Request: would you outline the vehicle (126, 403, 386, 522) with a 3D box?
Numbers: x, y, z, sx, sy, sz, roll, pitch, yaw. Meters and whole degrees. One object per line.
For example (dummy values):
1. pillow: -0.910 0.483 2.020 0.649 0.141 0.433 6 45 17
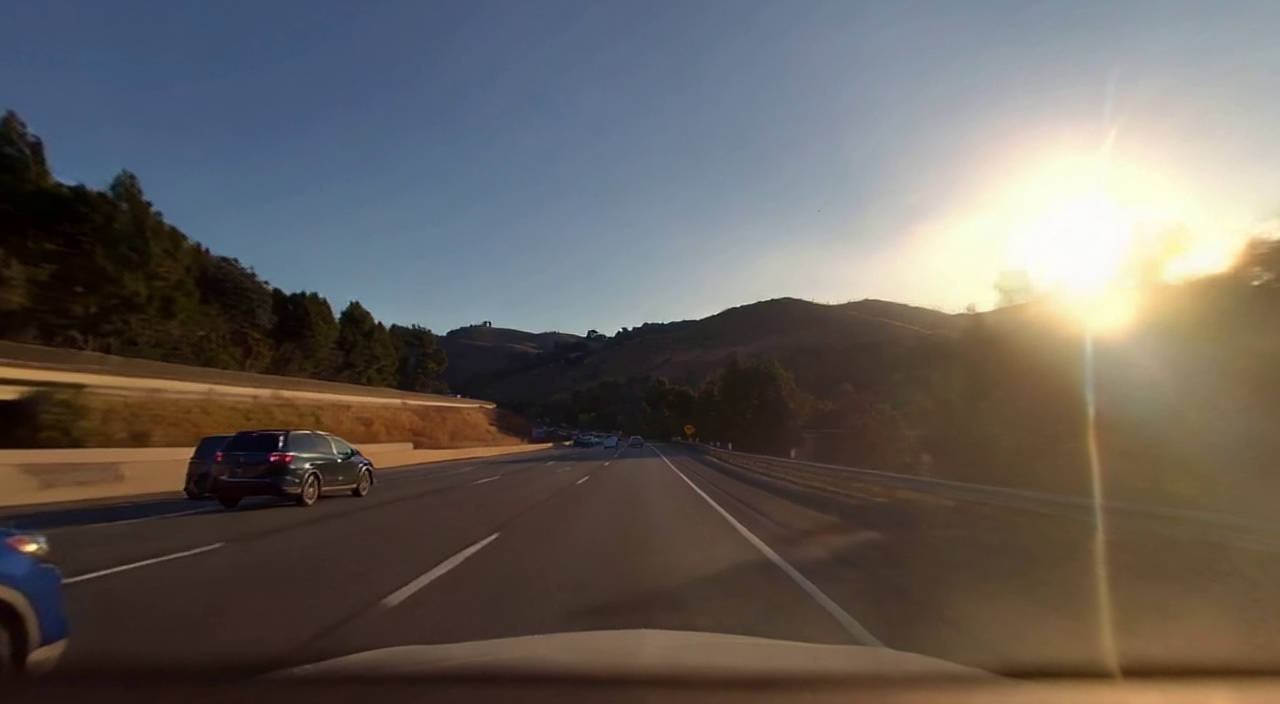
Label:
1. vehicle: -7.322 2.186 12.891 2.151 1.925 4.945 0 -9 0
